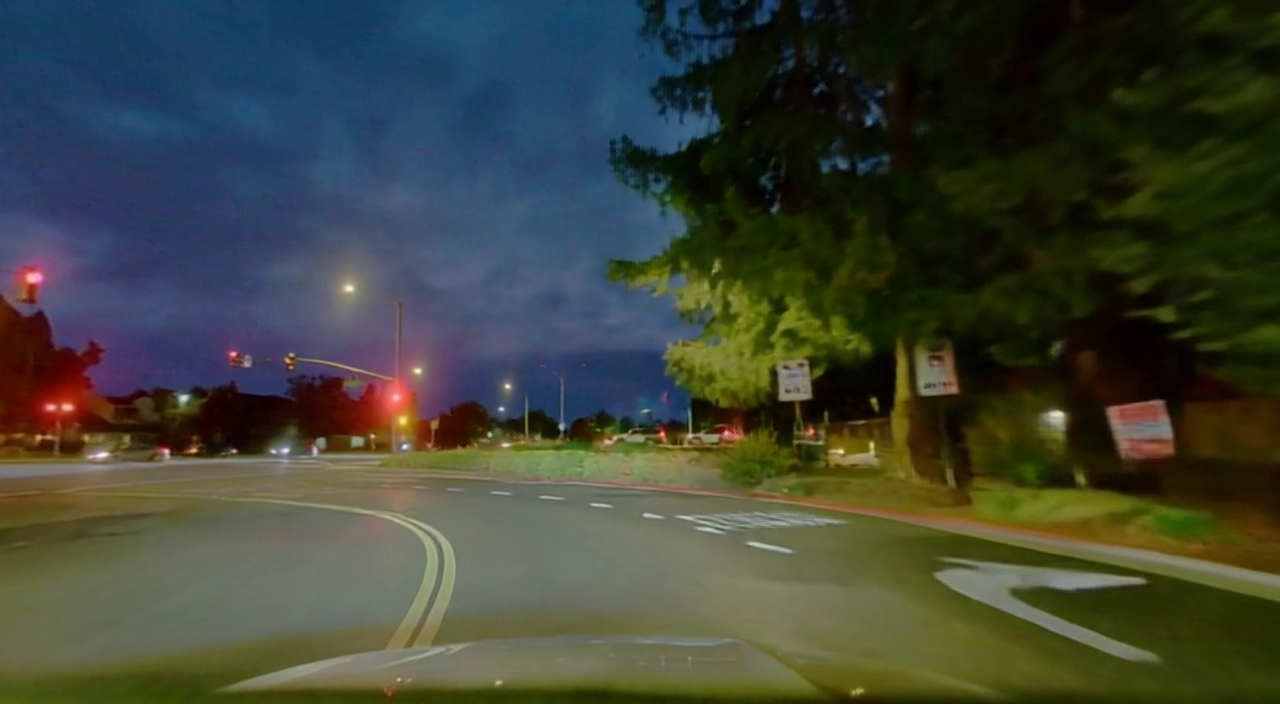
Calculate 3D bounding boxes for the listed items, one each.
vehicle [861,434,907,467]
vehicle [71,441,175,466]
[{"bbox_3d":[12.989,5.163,33.220,1.907,1.515,4.550,-4,-7,25],"label":"vehicle"},{"bbox_3d":[-33.177,6.531,40.462,1.847,1.461,4.853,-3,-9,17],"label":"vehicle"}]
